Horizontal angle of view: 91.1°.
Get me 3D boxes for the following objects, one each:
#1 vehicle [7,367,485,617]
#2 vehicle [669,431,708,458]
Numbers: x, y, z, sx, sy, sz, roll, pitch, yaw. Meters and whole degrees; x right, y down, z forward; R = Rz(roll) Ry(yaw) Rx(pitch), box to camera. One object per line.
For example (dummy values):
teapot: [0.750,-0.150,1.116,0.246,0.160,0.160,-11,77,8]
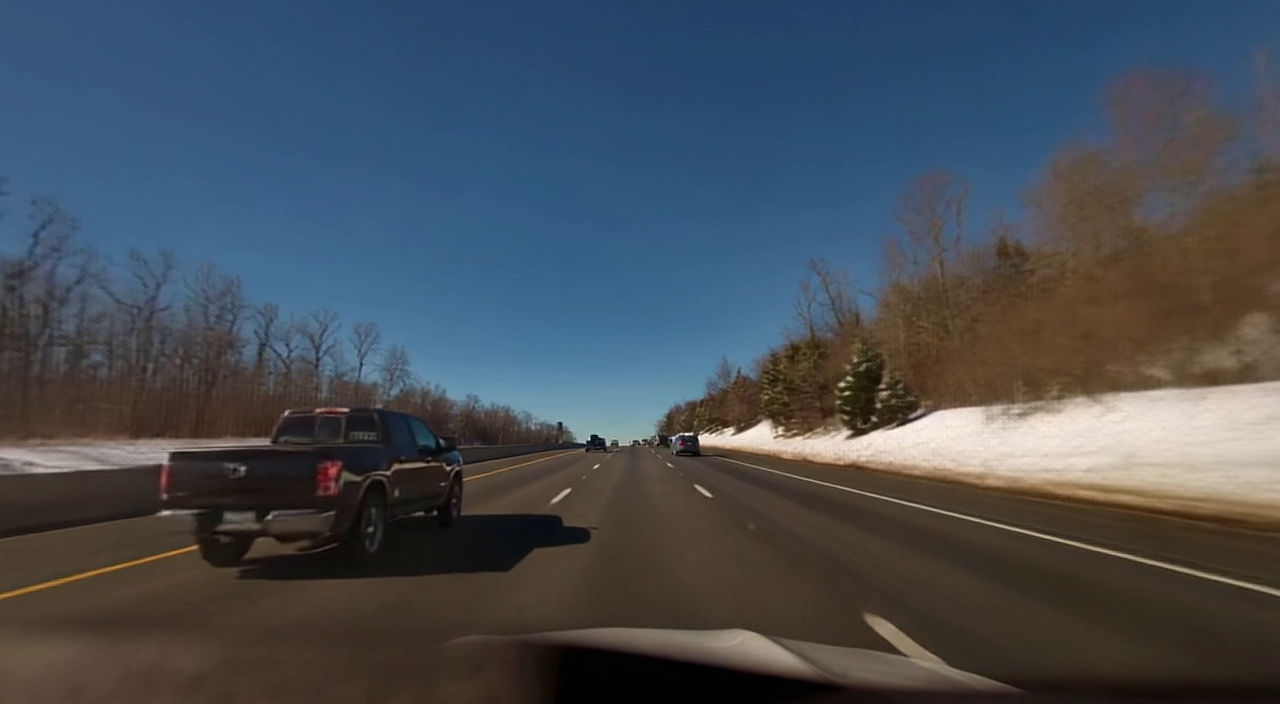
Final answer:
vehicle: [-3.377,1.304,6.858,2.185,1.772,4.656,0,-8,0]
vehicle: [3.168,6.171,41.971,2.124,1.696,4.173,0,-8,-2]
